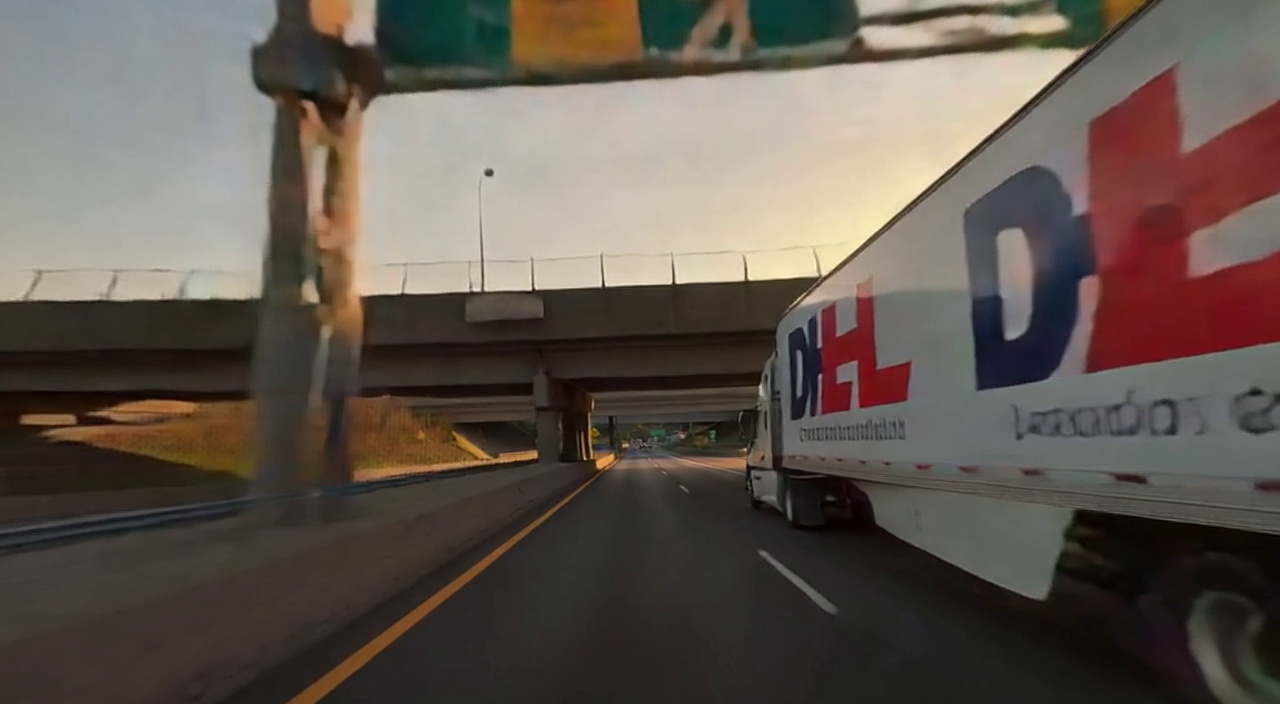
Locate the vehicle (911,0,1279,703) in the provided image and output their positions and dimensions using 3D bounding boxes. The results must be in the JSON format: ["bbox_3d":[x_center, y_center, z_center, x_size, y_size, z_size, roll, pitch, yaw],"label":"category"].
[{"bbox_3d":[3.787,-0.572,1.036,2.879,4.075,8.126,0,-9,-1],"label":"vehicle"}]
